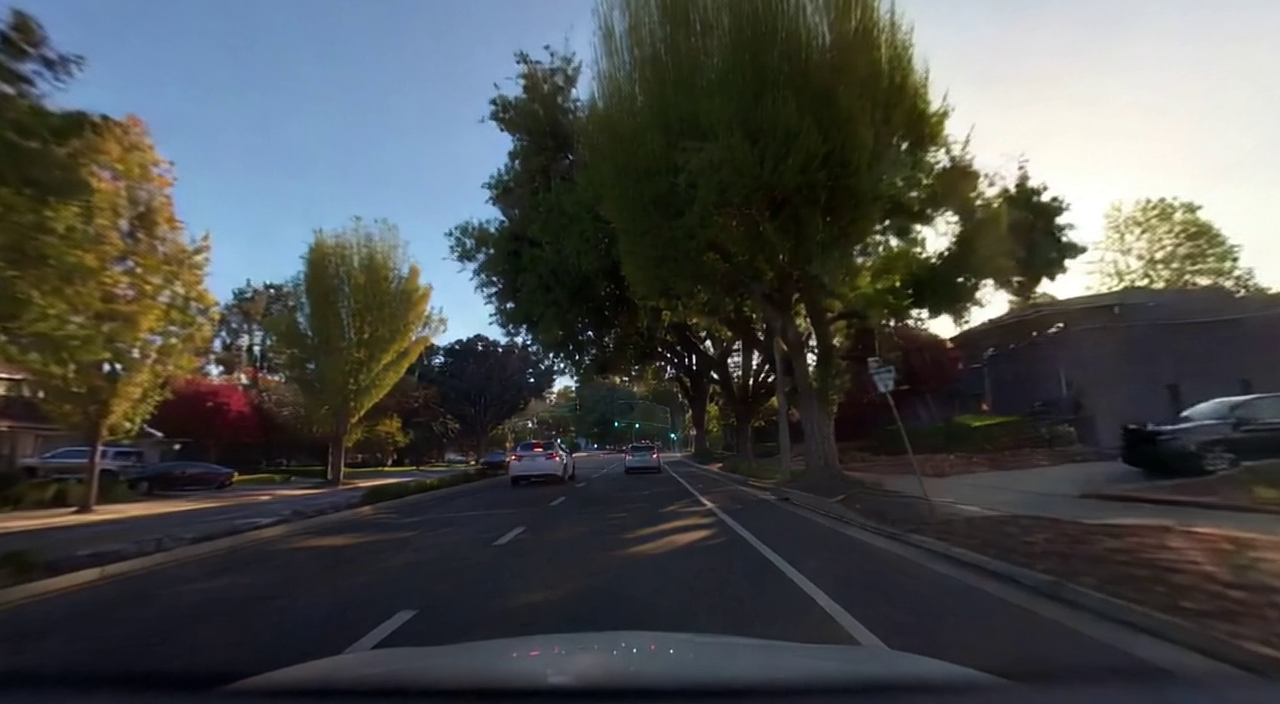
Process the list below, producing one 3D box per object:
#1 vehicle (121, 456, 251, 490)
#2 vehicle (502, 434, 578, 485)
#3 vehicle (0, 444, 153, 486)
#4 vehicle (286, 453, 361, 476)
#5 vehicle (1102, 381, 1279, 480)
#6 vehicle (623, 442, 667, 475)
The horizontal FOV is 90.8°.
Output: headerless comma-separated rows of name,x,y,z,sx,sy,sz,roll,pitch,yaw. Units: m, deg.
vehicle,-22.015,5.874,30.802,4.792,1.551,1.931,0,-8,-1
vehicle,-3.692,4.074,24.241,2.157,1.771,4.452,0,-8,1
vehicle,-27.743,5.552,31.206,5.466,1.963,2.174,0,-8,0
vehicle,-22.792,8.118,45.598,4.460,1.546,1.853,-1,-8,7
vehicle,15.651,1.822,15.681,6.374,2.098,2.415,-3,-8,-1
vehicle,0.223,5.246,31.329,2.062,1.518,3.901,0,-8,0
